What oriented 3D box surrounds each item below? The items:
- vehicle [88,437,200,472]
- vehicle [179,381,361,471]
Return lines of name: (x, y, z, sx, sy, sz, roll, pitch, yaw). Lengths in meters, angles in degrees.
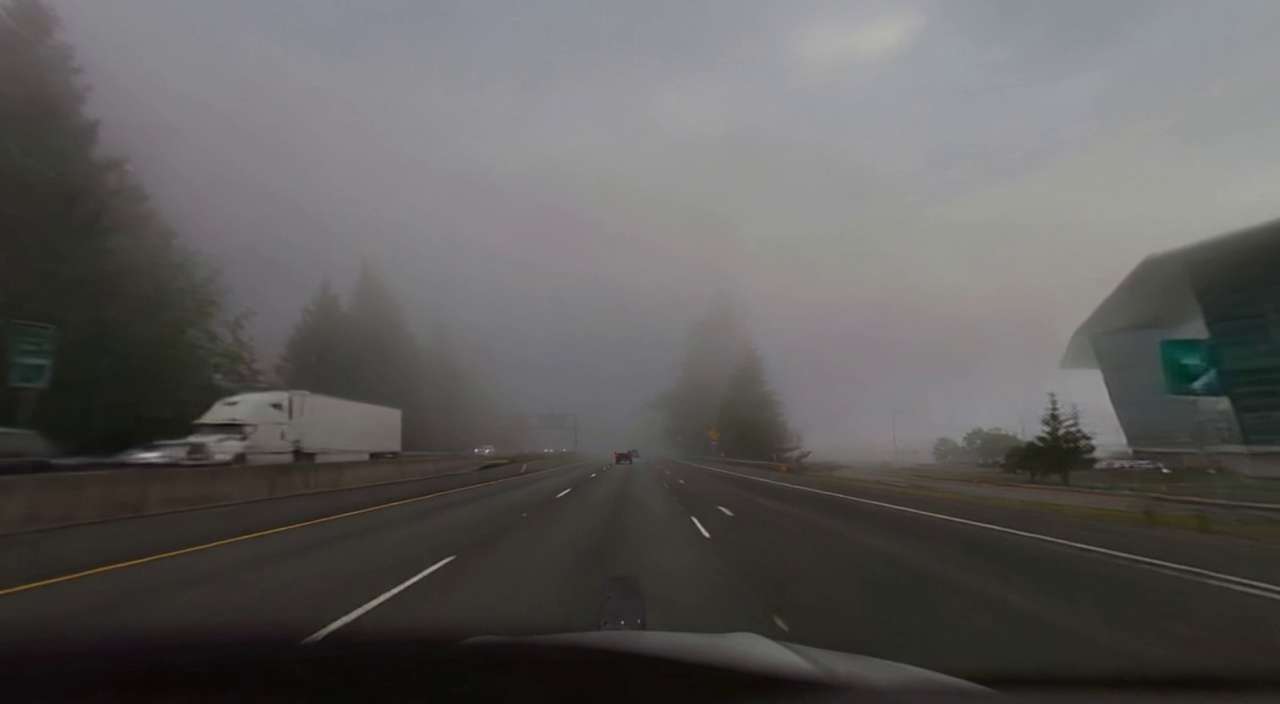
vehicle: (-24.212, 5.021, 31.013, 1.886, 1.573, 4.304, -1, -9, 2)
vehicle: (-18.808, 4.095, 33.451, 2.999, 3.950, 11.072, 0, -9, -1)
